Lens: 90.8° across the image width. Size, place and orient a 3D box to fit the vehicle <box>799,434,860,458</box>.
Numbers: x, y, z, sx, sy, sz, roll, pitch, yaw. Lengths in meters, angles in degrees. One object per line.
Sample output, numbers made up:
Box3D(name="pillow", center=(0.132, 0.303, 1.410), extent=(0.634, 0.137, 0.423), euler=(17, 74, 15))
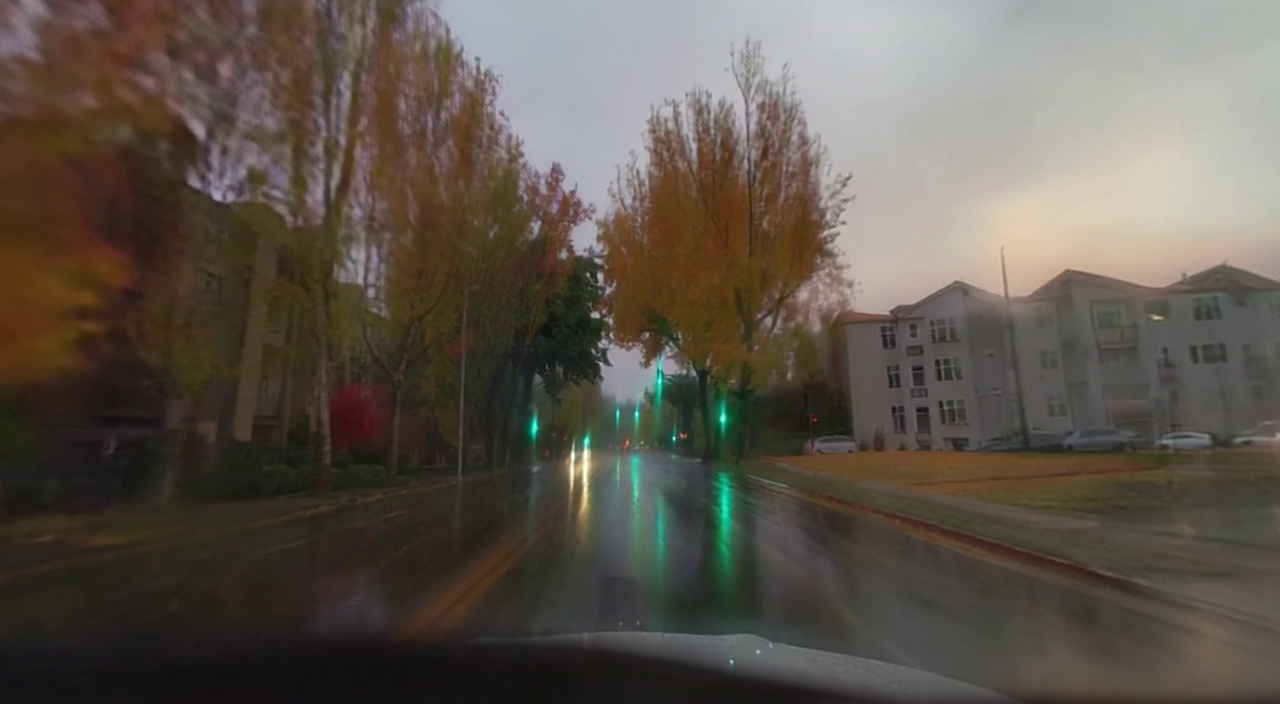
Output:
Box3D(name="vehicle", center=(14.497, 7.208, 48.313), extent=(4.365, 1.702, 1.897), euler=(-3, -9, 18))
